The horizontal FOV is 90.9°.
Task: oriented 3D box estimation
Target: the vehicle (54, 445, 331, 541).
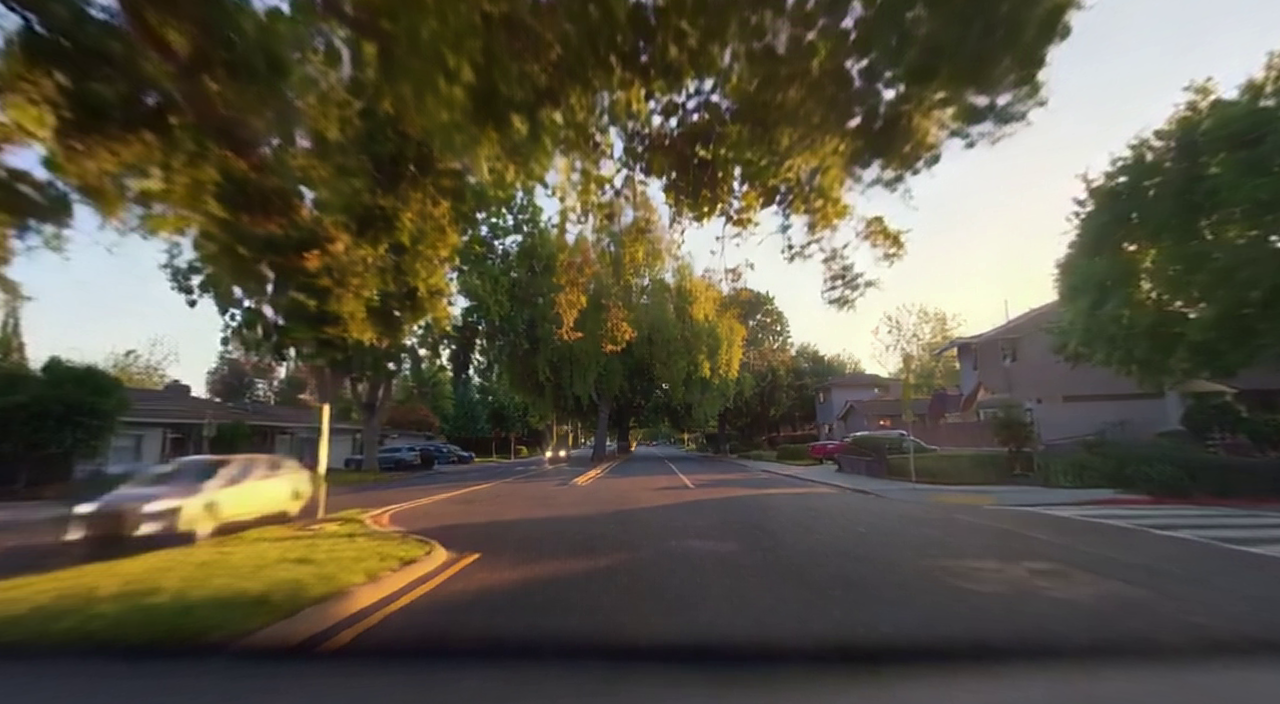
[{"bbox_3d":[-8.112,2.534,12.142,1.900,1.472,4.574,0,-8,1],"label":"vehicle"}]
